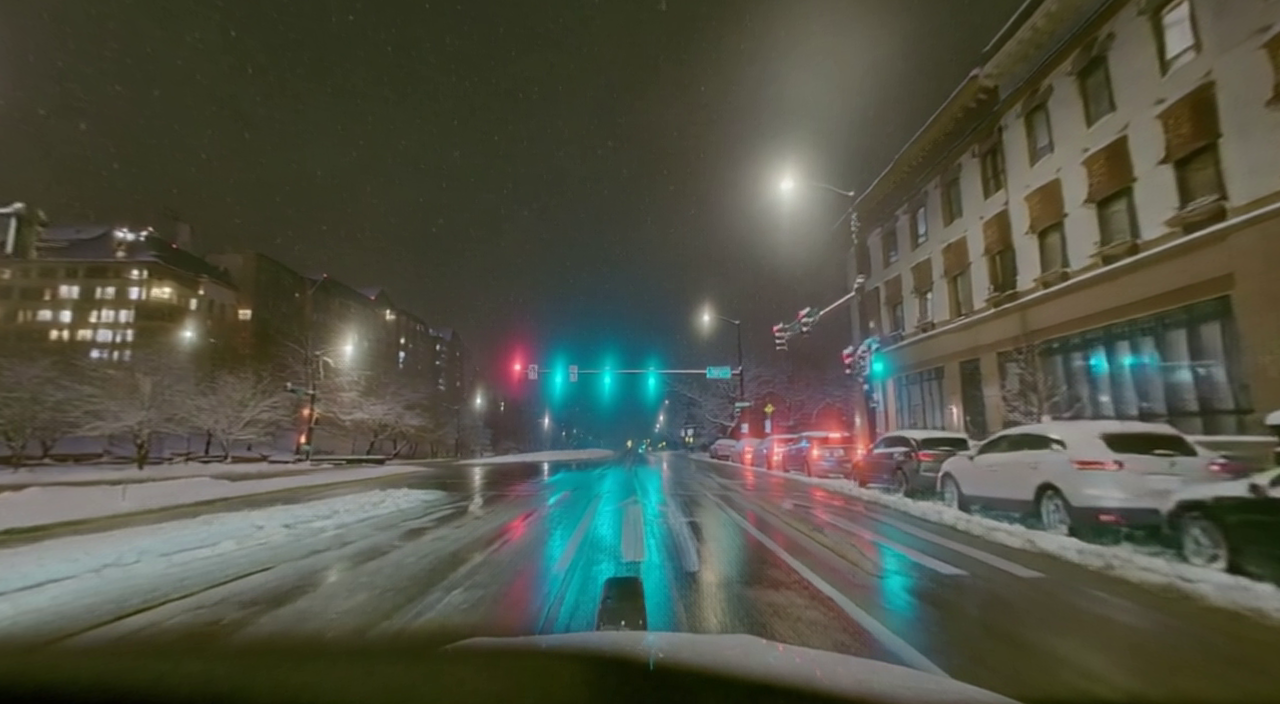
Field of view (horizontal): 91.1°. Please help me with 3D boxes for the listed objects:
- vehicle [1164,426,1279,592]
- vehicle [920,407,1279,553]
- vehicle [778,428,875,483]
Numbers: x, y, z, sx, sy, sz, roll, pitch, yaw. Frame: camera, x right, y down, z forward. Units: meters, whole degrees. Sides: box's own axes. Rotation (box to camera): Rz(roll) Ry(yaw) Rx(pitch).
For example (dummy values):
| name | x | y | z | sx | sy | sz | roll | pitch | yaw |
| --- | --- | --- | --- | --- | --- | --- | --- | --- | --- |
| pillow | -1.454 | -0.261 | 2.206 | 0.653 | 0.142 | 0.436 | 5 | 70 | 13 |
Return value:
| name | x | y | z | sx | sy | sz | roll | pitch | yaw |
| --- | --- | --- | --- | --- | --- | --- | --- | --- | --- |
| vehicle | 6.712 | 1.262 | 4.605 | 1.880 | 1.483 | 4.510 | 0 | -9 | 1 |
| vehicle | 6.700 | 1.924 | 10.155 | 1.978 | 1.728 | 5.129 | 0 | -9 | 0 |
| vehicle | 6.641 | 3.759 | 23.000 | 1.984 | 1.751 | 4.759 | 0 | -9 | -1 |
